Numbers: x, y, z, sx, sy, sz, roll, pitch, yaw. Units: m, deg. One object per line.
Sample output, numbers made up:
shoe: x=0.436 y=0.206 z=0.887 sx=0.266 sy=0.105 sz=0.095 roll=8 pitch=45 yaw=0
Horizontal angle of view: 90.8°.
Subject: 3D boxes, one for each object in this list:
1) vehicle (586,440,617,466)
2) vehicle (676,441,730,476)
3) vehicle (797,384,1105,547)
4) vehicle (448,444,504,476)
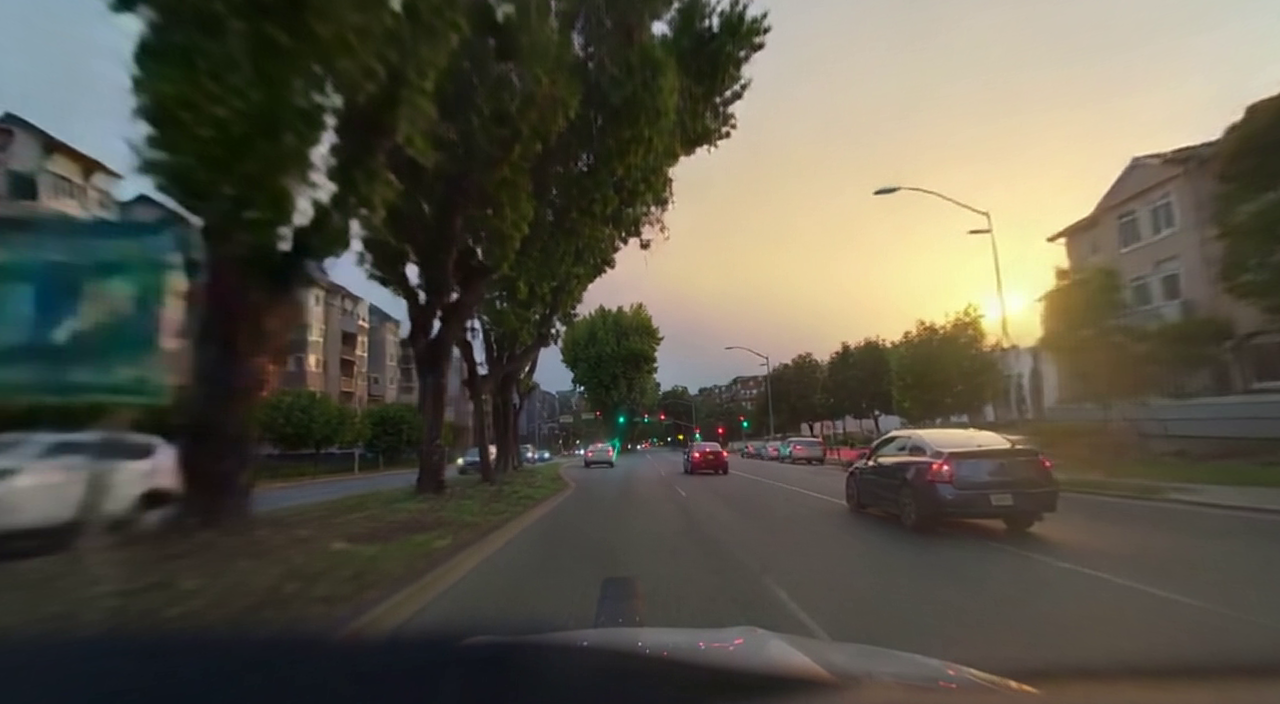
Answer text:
vehicle: x=-2.698 y=7.035 z=44.056 sx=2.065 sy=1.716 sz=4.265 roll=1 pitch=-9 yaw=-4
vehicle: x=2.817 y=4.899 z=29.260 sx=2.003 sy=1.480 sz=4.494 roll=0 pitch=-9 yaw=-1
vehicle: x=4.604 y=1.844 z=10.847 sx=2.427 sy=2.017 sz=5.763 roll=0 pitch=-9 yaw=1
vehicle: x=-9.118 y=6.036 z=35.518 sx=1.941 sy=1.639 sz=4.293 roll=0 pitch=-9 yaw=1
